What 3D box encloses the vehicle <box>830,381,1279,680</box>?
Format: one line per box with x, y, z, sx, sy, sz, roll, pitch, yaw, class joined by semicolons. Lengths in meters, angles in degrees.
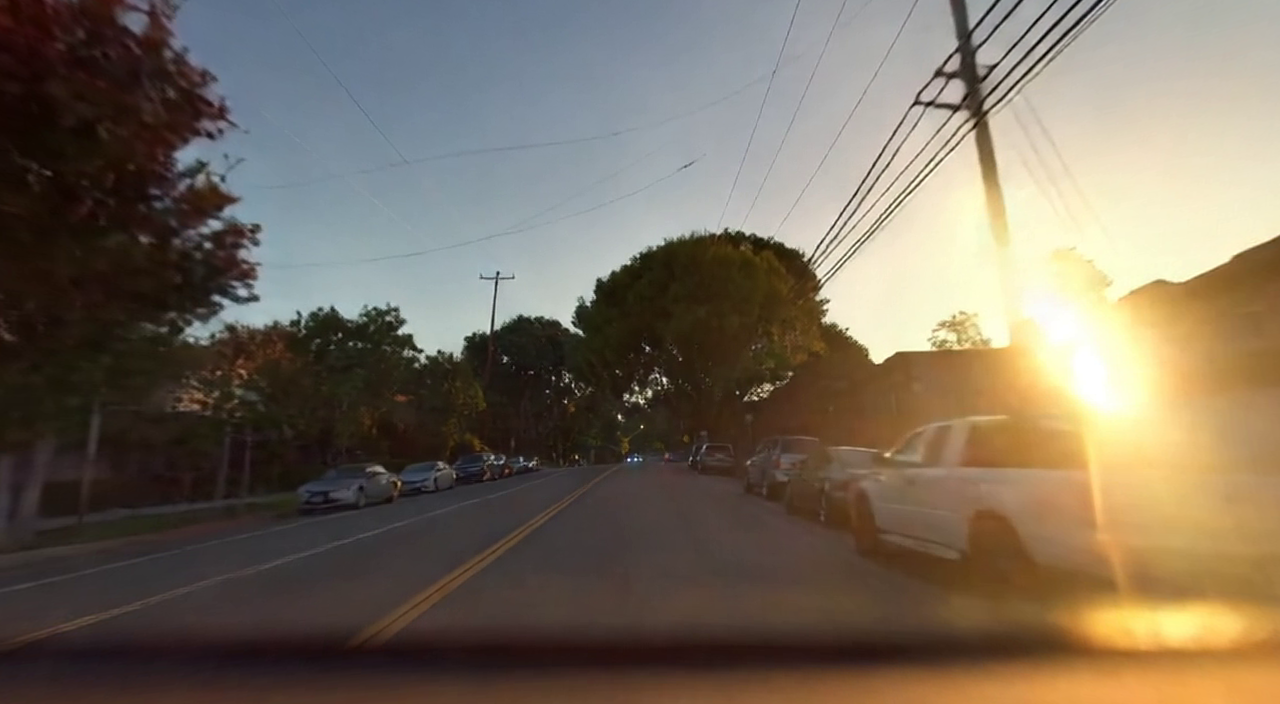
3.775;1.414;6.240;2.225;1.759;4.817;0;-9;-1;vehicle

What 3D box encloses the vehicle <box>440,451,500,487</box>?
-9.016;6.224;33.792;2.051;1.657;4.322;-3;-10;0;vehicle

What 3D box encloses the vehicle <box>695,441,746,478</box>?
4.028;5.477;32.407;2.155;1.747;4.311;-1;-9;2;vehicle

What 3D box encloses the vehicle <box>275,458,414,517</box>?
-9.070;4.178;19.974;2.208;1.508;4.590;0;-9;0;vehicle

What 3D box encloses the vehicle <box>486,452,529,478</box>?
-8.943;7.681;42.876;1.884;1.526;4.061;-5;-10;2;vehicle

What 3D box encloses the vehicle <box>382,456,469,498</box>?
-8.896;5.203;26.698;1.948;1.508;4.656;-1;-9;1;vehicle
